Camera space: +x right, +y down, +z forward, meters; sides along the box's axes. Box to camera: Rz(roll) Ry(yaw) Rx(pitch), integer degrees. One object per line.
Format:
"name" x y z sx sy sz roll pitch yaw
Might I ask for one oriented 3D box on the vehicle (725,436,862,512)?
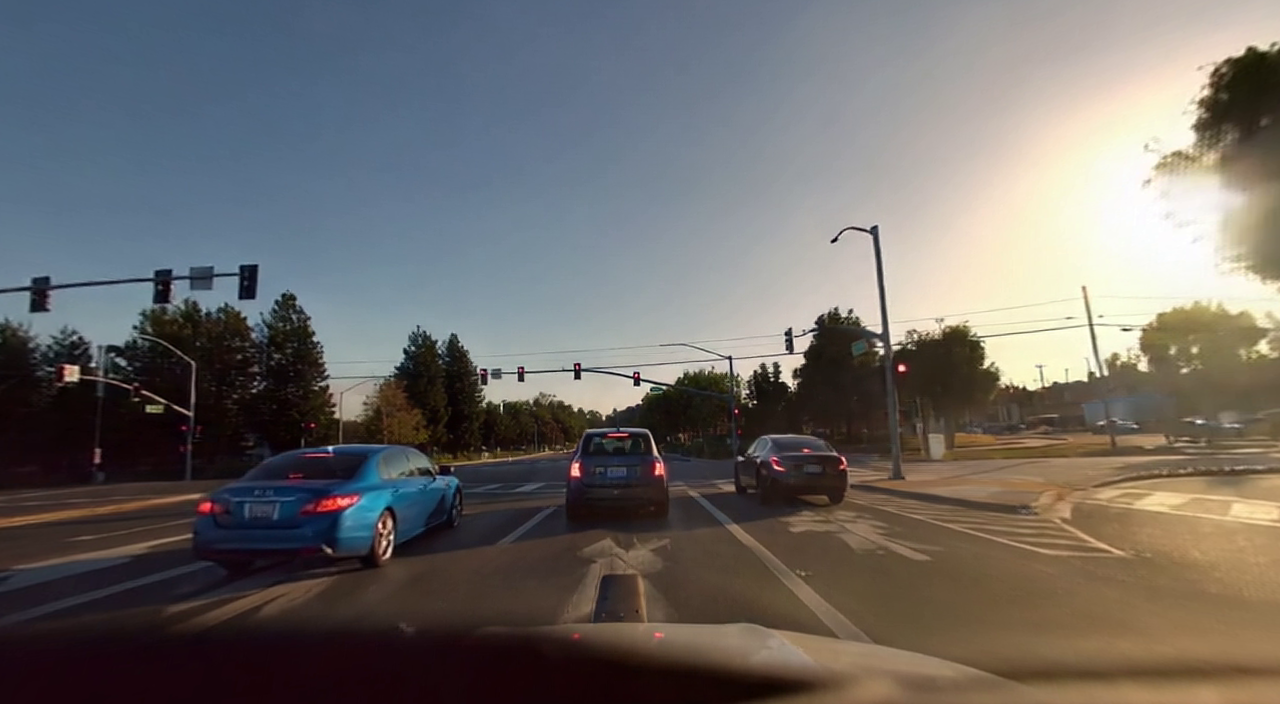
"vehicle" 3.274 2.694 14.488 1.970 1.449 4.433 0 -8 -1

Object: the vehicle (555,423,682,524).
"vehicle" -0.353 2.255 12.208 2.038 1.599 3.844 0 -8 0

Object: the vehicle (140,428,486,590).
"vehicle" -3.582 1.787 8.146 2.052 1.472 4.479 0 -8 0
